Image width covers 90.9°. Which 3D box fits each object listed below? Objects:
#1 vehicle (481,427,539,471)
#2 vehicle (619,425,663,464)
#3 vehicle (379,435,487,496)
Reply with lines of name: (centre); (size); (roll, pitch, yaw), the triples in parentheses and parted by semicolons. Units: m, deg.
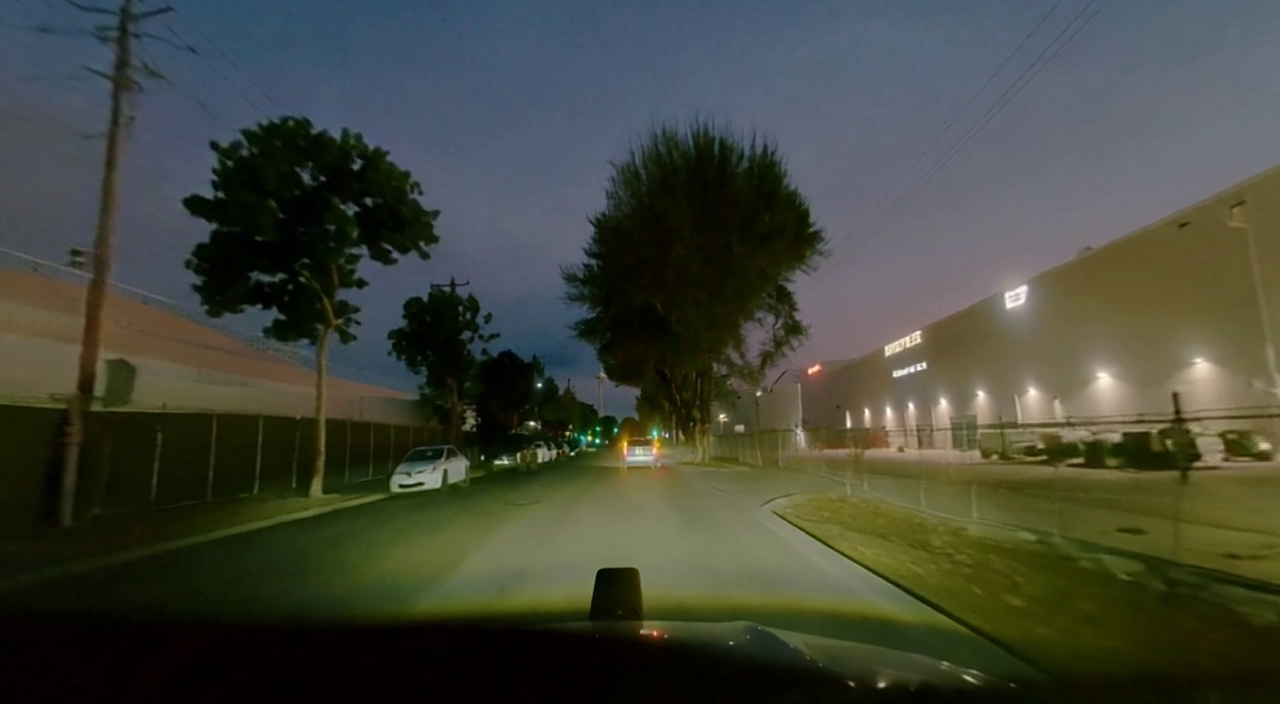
vehicle: (-6.686, 5.073, 32.976); (2.005, 1.989, 4.929); (-3, -9, 0)
vehicle: (0.028, 4.824, 33.023); (2.152, 1.874, 4.042); (0, -8, -1)
vehicle: (-6.066, 3.383, 18.987); (1.938, 1.500, 4.130); (-3, -9, -2)
